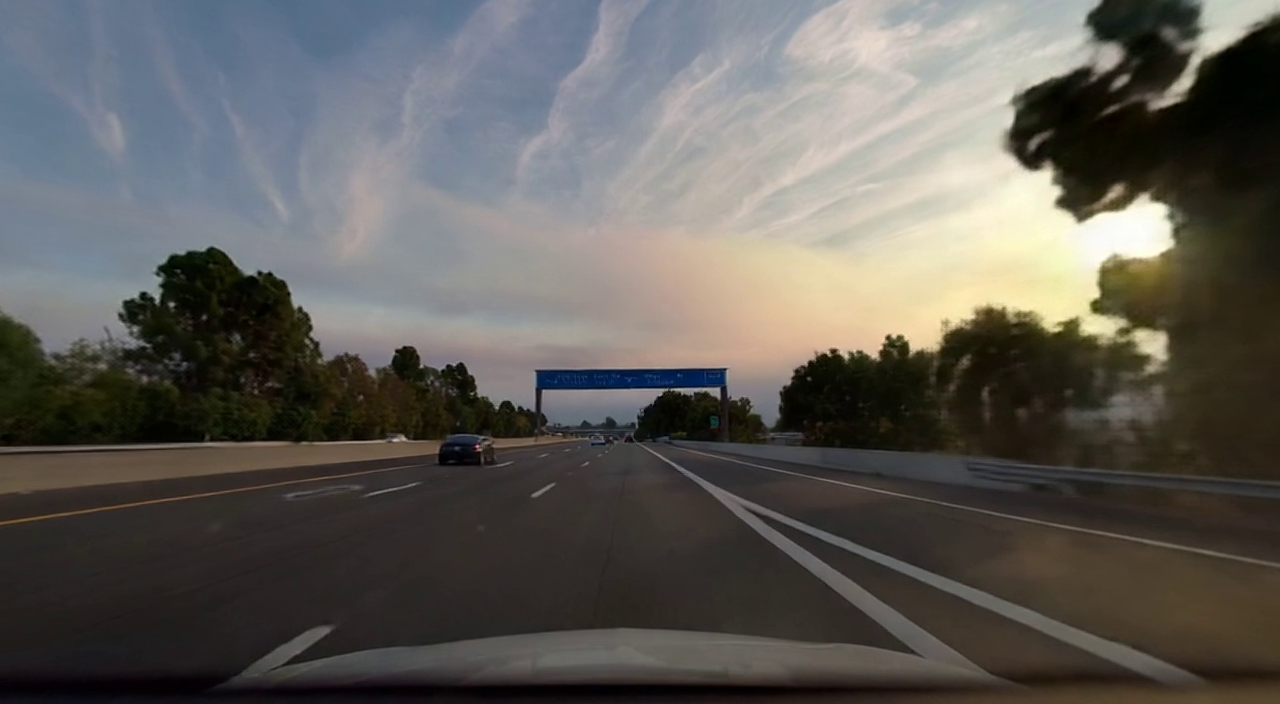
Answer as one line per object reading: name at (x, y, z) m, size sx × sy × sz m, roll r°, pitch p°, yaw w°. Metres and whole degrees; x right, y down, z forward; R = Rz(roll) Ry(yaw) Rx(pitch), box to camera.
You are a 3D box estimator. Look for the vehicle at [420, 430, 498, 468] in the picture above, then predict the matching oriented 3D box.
vehicle at (-8.260, 4.436, 29.286) m, size 2.092 × 1.574 × 5.251 m, roll 0°, pitch -7°, yaw 0°
